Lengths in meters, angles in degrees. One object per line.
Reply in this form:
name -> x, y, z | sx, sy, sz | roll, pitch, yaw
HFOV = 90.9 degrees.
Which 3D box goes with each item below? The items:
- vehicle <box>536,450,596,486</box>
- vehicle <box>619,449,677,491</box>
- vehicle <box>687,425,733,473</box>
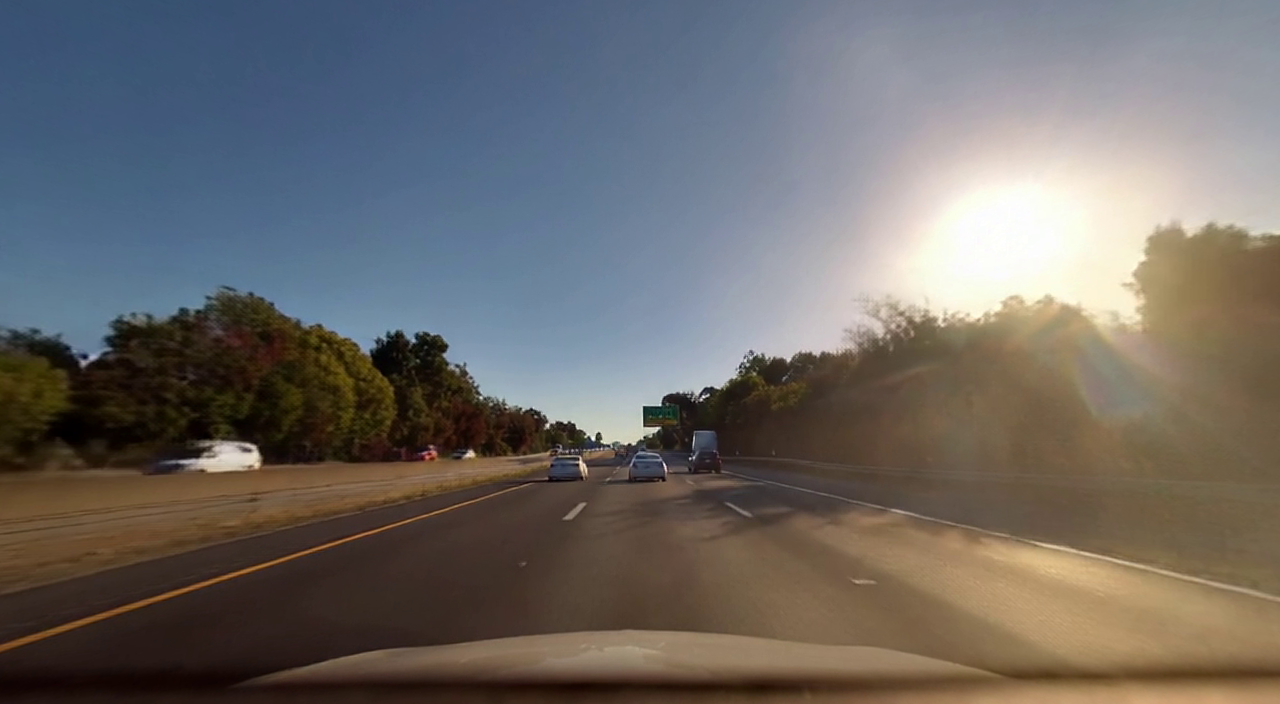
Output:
vehicle -> -3.221, 5.115, 28.182 | 2.105, 1.467, 4.099 | 0, -9, 1
vehicle -> 0.265, 4.634, 25.077 | 2.089, 1.516, 4.191 | 0, -9, -1
vehicle -> 4.852, 6.616, 42.746 | 2.650, 2.978, 6.937 | -2, -10, 9
